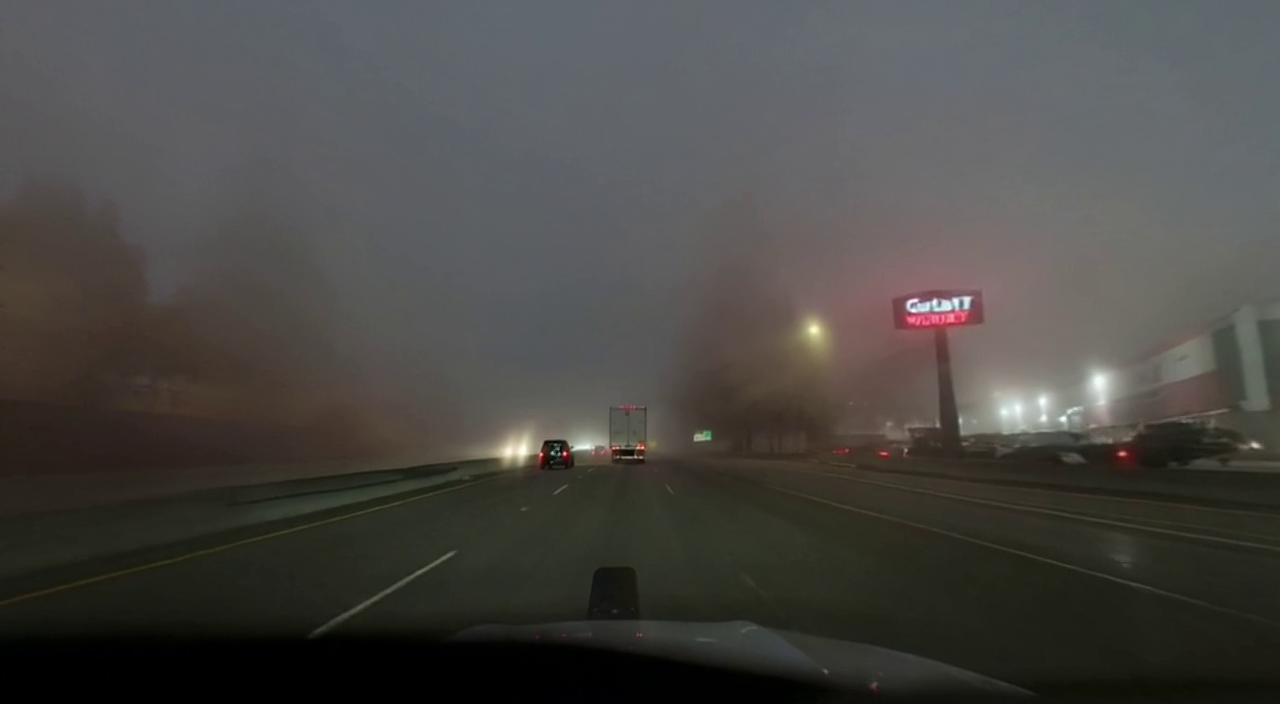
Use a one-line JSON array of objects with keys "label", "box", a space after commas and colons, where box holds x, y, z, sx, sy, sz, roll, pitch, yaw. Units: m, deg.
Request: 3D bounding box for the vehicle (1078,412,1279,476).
[{"label": "vehicle", "box": [37.181, 6.403, 44.270, 2.828, 3.959, 9.966, 4, -9, -33]}]

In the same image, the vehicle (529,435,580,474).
[{"label": "vehicle", "box": [-4.564, 5.558, 34.411, 2.095, 1.930, 4.680, 0, -8, 0]}]
